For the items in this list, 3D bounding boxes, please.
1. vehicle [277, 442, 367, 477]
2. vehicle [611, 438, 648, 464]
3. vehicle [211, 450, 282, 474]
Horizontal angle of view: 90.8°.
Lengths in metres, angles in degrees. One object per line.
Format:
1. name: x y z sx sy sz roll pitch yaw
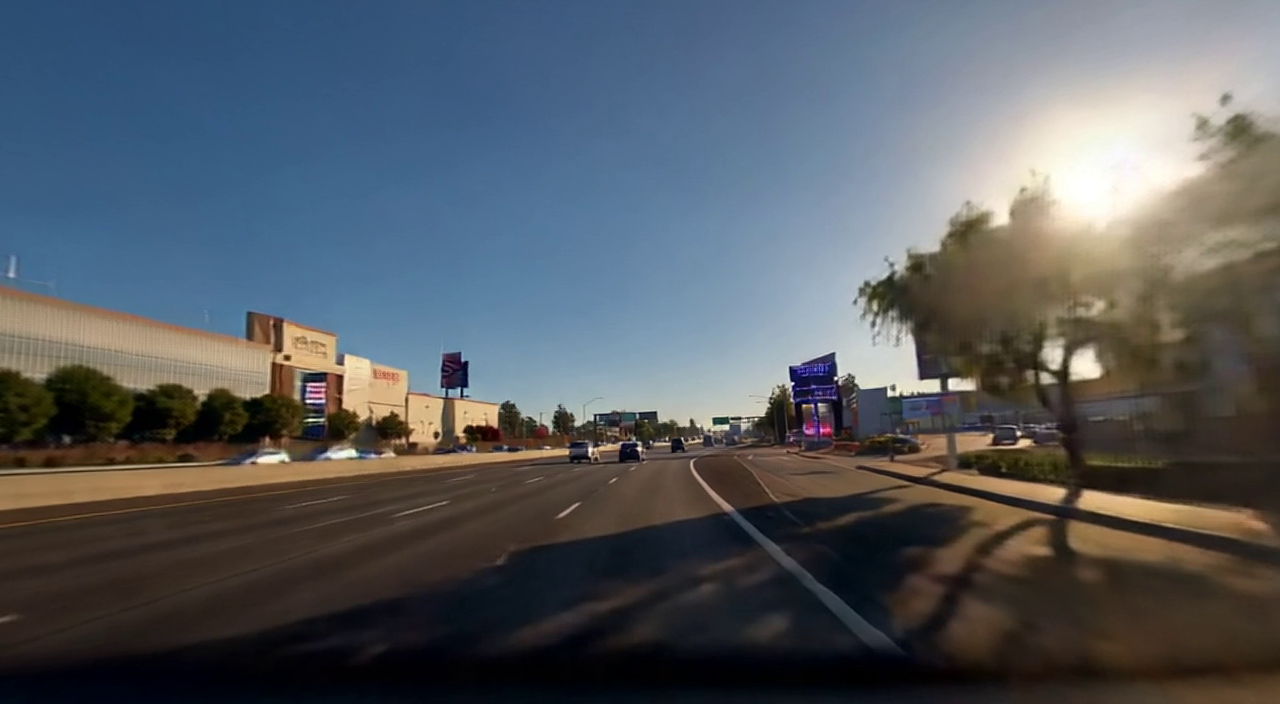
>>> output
1. vehicle: -17.379 5.856 34.810 2.072 1.753 4.796 -1 -9 6
2. vehicle: -0.710 7.197 46.092 2.139 1.782 4.079 -1 -9 7
3. vehicle: -27.245 7.629 43.935 1.831 1.510 4.299 -1 -9 6
